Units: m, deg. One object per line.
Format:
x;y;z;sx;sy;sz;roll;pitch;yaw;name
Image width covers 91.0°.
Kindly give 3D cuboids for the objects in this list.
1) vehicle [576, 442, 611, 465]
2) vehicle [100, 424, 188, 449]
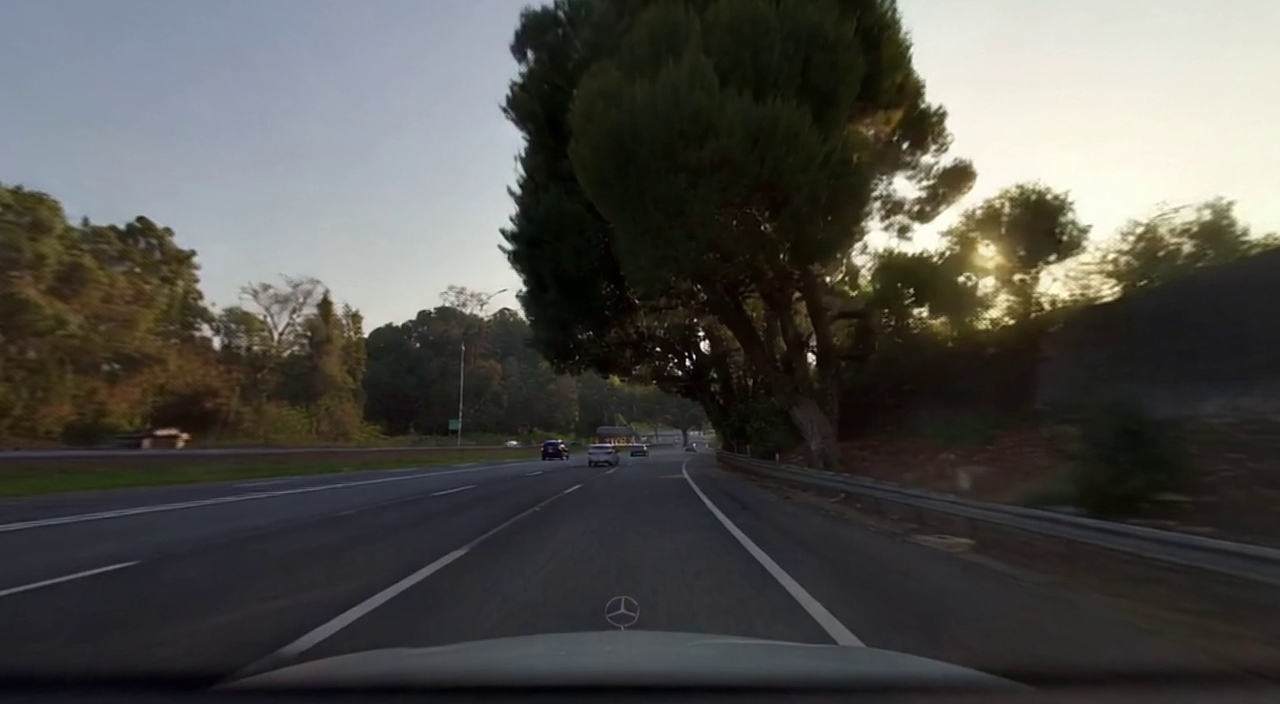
-3.492;7.745;48.275;2.035;1.673;4.469;0;-9;3;vehicle
-32.618;5.609;41.588;1.985;1.514;4.533;0;-9;3;vehicle
